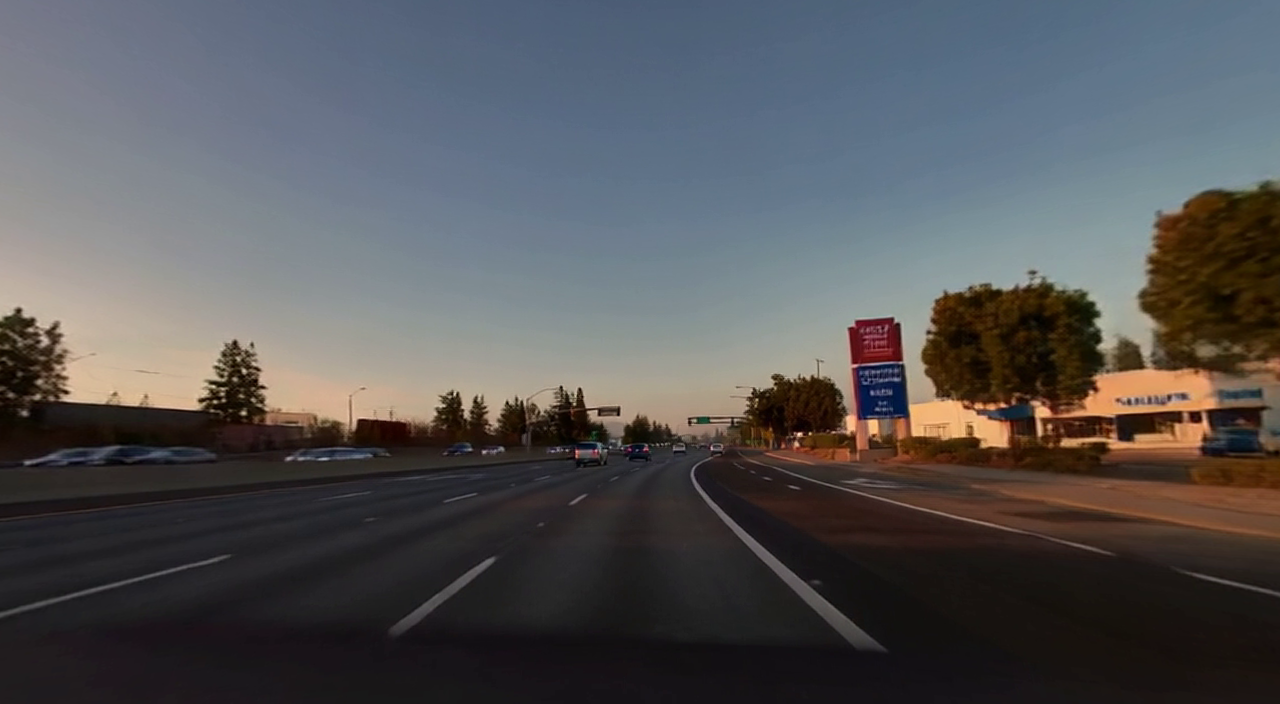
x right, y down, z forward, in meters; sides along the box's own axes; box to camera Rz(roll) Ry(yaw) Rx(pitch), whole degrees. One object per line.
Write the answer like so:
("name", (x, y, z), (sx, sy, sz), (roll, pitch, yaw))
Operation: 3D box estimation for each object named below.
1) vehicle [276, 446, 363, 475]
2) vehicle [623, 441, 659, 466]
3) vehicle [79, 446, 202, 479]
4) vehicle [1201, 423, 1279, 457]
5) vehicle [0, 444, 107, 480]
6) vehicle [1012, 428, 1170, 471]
("vehicle", (-17.280, 5.834, 34.351), (1.991, 1.461, 4.623), (-1, -9, 4))
("vehicle", (0.122, 7.510, 47.019), (2.139, 1.782, 4.079), (-1, -9, 7))
("vehicle", (-23.909, 5.260, 30.506), (1.902, 1.462, 4.579), (-1, -9, 5))
("vehicle", (33.751, 4.758, 34.139), (4.628, 1.747, 1.934), (-4, -10, 25))
("vehicle", (-27.766, 5.072, 29.528), (1.854, 1.526, 4.216), (0, -9, 4))
("vehicle", (17.512, 3.829, 24.814), (4.577, 1.460, 1.937), (-5, -9, 20))
